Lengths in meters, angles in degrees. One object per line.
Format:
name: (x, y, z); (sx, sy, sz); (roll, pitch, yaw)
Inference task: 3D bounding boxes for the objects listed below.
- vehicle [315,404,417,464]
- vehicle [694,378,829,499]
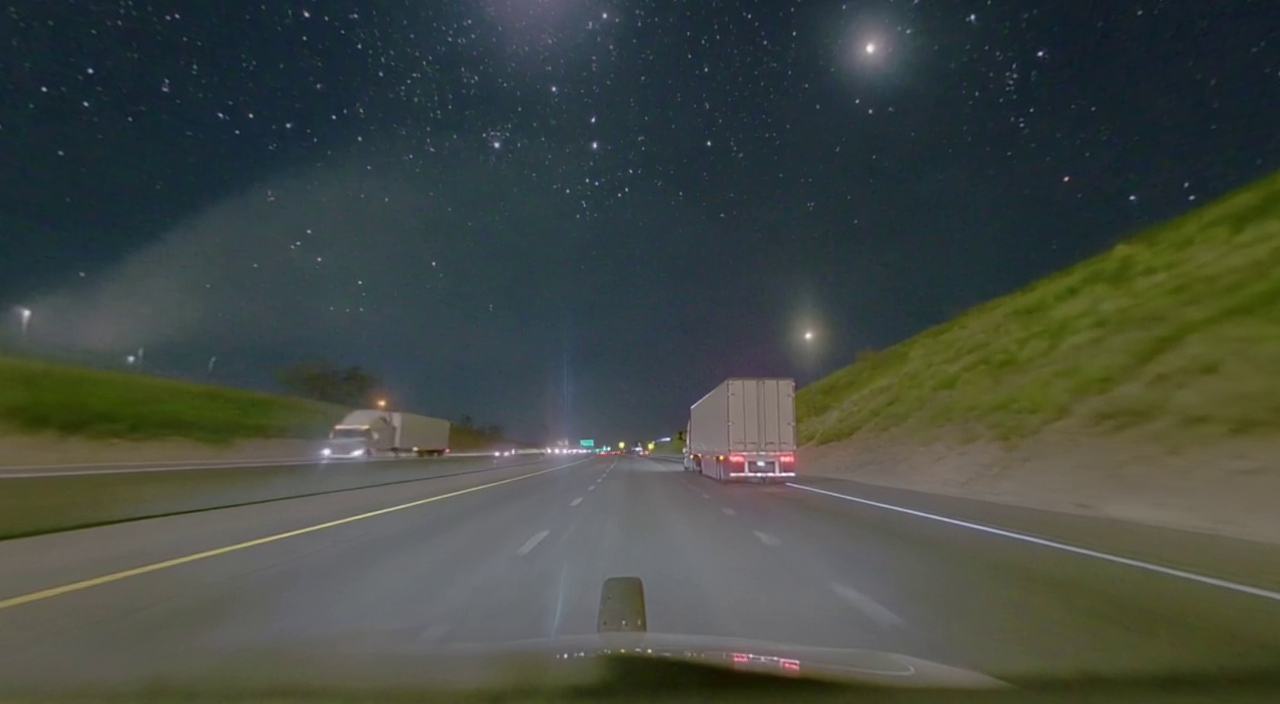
vehicle: (-19.492, 6.100, 45.757); (2.902, 3.820, 10.263); (0, -9, -1)
vehicle: (4.111, 3.476, 24.712); (2.876, 3.586, 11.726); (0, -9, 0)
